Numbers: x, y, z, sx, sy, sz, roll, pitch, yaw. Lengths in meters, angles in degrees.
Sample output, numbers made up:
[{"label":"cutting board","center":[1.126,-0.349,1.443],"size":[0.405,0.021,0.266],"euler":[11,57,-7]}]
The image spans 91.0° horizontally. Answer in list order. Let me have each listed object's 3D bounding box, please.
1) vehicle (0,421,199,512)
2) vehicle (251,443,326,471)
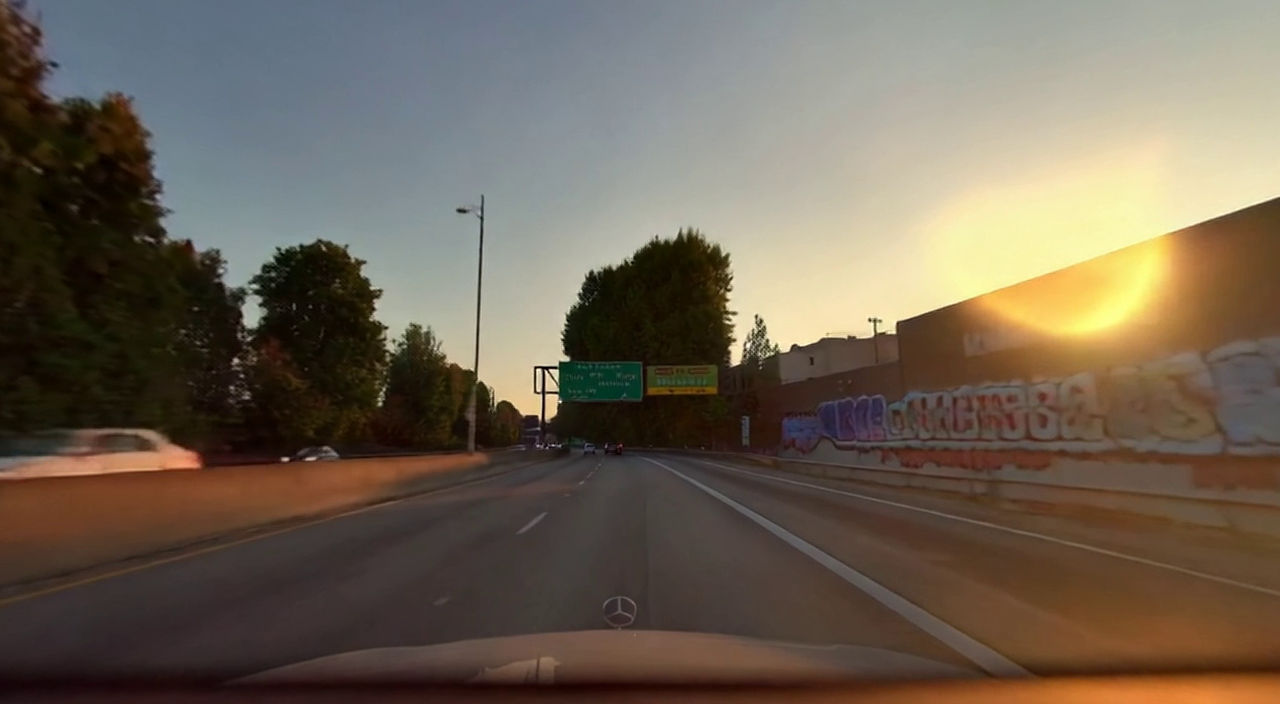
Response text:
[{"label":"vehicle","center":[-12.401,2.451,13.908],"size":[2.142,1.679,4.358],"euler":[0,-8,-1]},{"label":"vehicle","center":[-20.751,6.191,37.400],"size":[1.868,1.481,4.609],"euler":[0,-8,-1]}]
